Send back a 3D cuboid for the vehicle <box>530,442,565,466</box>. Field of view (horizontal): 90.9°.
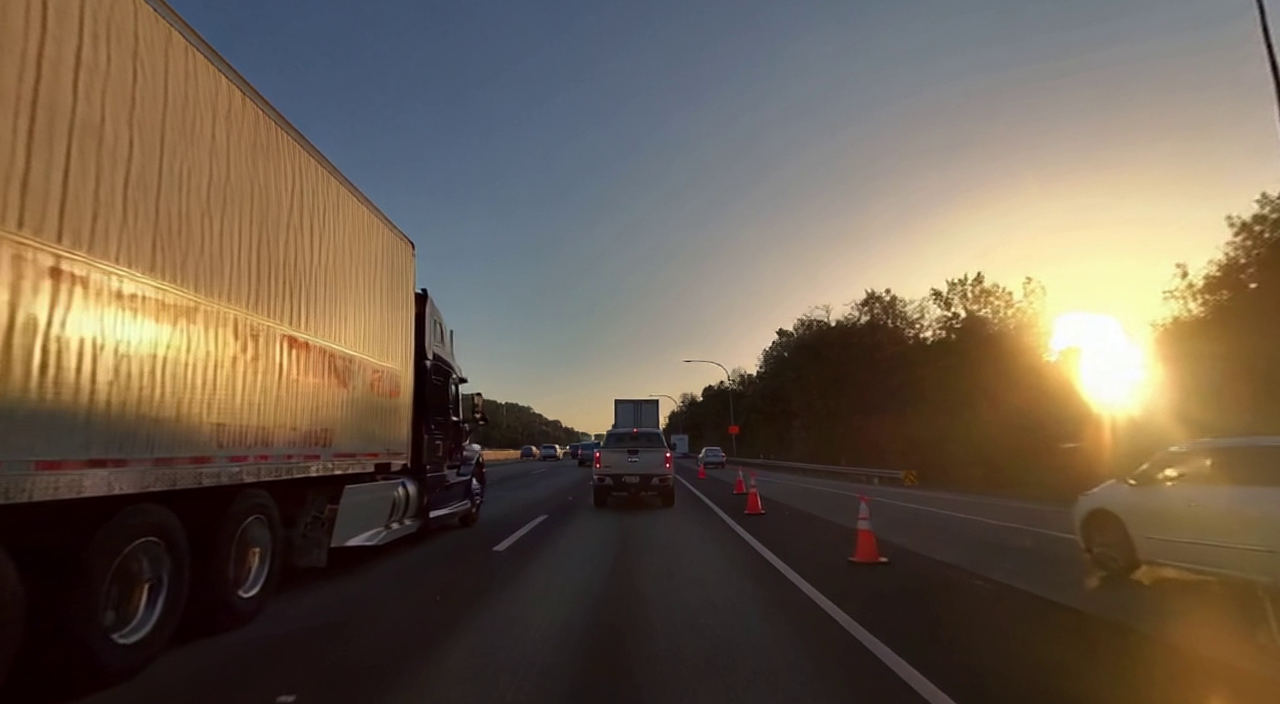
[{"bbox_3d":[-7.085,7.816,48.584,1.950,1.716,4.436,0,-9,1],"label":"vehicle"}]

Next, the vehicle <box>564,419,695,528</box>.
[{"bbox_3d":[-0.203,2.298,12.439,2.152,1.779,3.924,0,-9,-1],"label":"vehicle"}]

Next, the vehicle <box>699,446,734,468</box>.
[{"bbox_3d":[5.447,7.568,45.687,1.918,1.479,4.571,0,-9,-1],"label":"vehicle"}]

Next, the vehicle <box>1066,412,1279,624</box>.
[{"bbox_3d":[5.867,1.329,5.222,1.937,1.601,3.798,0,-9,-1],"label":"vehicle"}]

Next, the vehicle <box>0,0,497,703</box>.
[{"bbox_3d":[-3.803,0.287,5.765,2.990,3.885,8.243,0,-9,0],"label":"vehicle"}]
